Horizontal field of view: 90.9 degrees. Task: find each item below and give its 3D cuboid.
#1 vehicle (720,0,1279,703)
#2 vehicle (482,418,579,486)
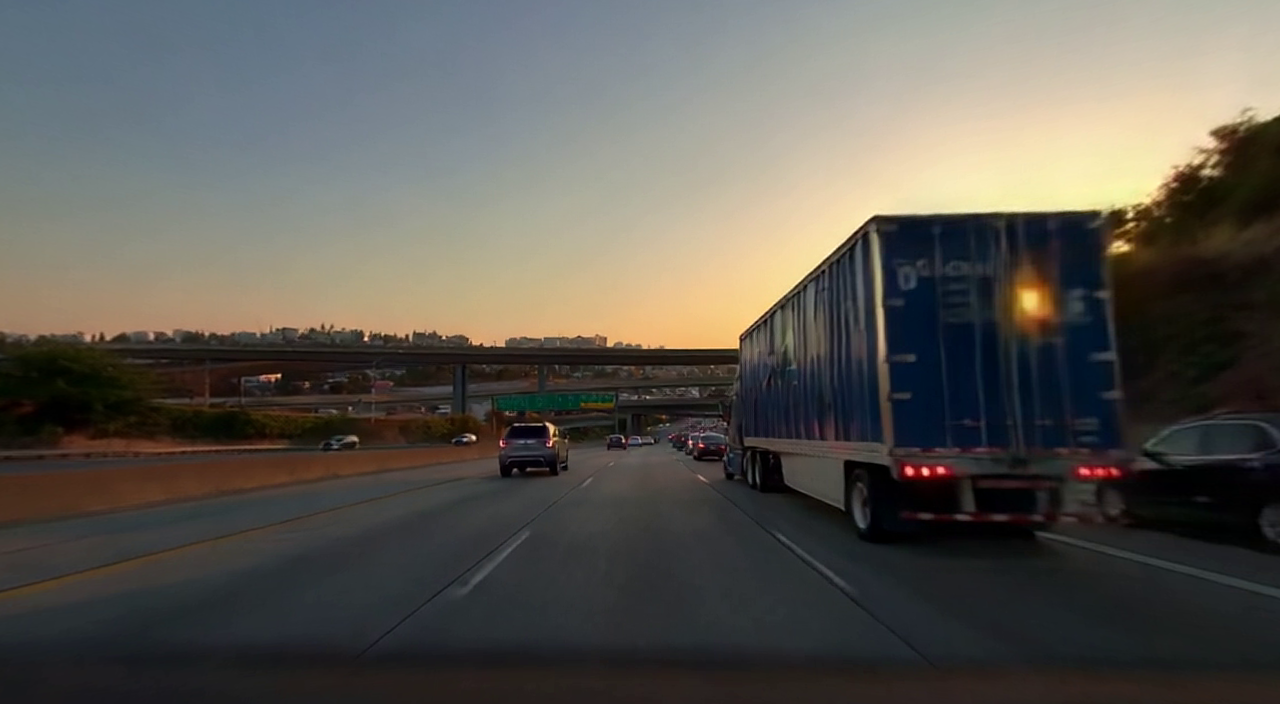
[{"bbox_3d":[3.866,0.772,11.140,2.903,4.190,15.630,0,-8,0],"label":"vehicle"},{"bbox_3d":[-3.033,2.887,18.438,2.006,1.741,4.277,-1,-8,1],"label":"vehicle"}]
